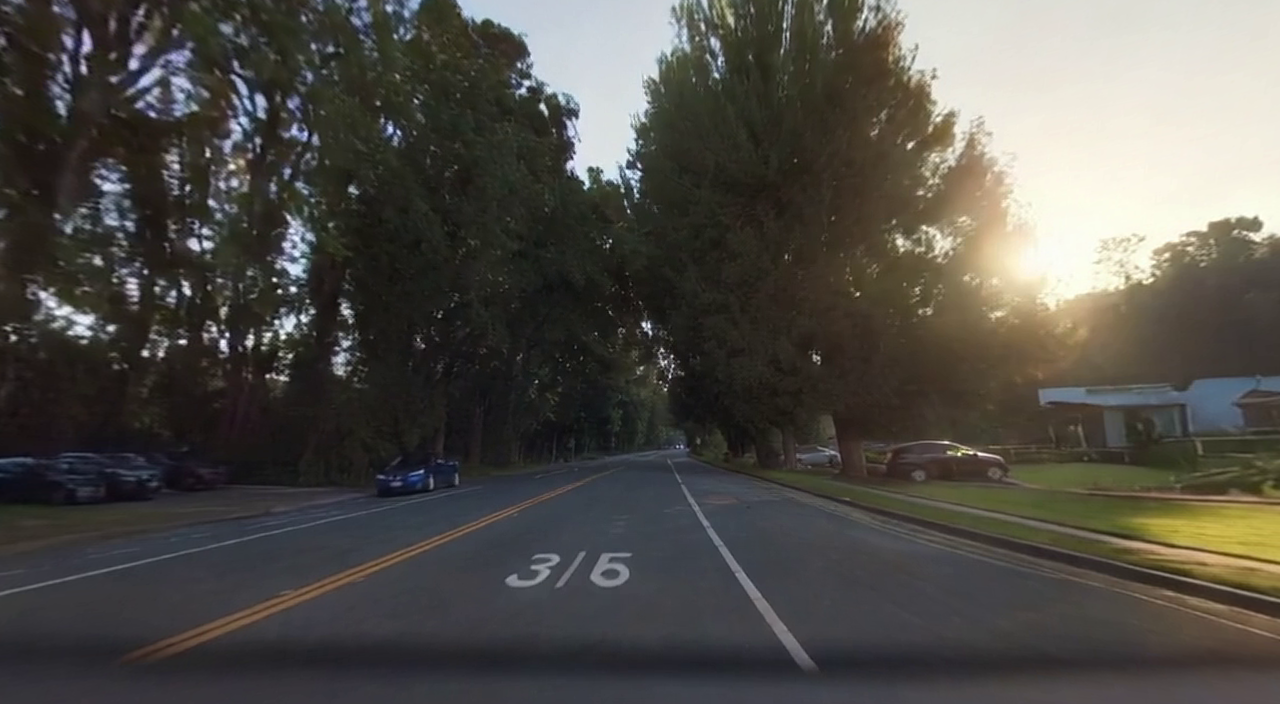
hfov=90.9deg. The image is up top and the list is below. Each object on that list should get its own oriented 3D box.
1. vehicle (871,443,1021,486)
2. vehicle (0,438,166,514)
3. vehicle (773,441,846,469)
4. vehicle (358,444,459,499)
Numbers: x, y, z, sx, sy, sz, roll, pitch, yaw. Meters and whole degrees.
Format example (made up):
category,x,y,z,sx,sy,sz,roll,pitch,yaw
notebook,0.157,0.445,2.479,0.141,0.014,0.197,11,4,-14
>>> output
category,x,y,z,sx,sy,sz,roll,pitch,yaw
vehicle,10.996,4.068,22.895,4.460,1.456,1.804,-1,-9,3
vehicle,-15.878,3.255,16.798,4.753,1.850,2.127,0,-9,1
vehicle,11.831,7.203,44.130,4.537,1.828,2.020,-1,-9,3
vehicle,-8.607,4.435,23.917,2.142,1.723,4.275,-3,-8,1
